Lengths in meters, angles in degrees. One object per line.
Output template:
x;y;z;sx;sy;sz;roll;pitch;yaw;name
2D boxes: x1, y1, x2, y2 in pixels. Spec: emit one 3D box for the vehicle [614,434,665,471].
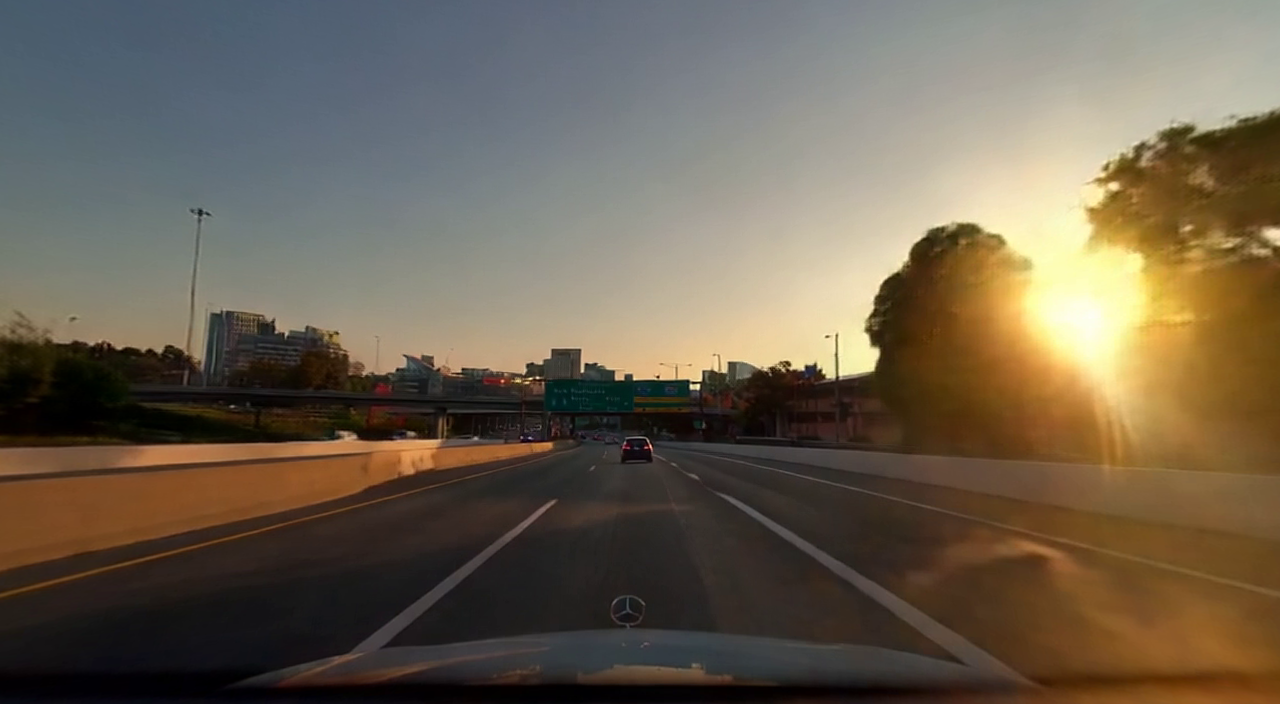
-0.043;4.534;28.555;2.130;1.512;4.057;0;-8;0;vehicle
